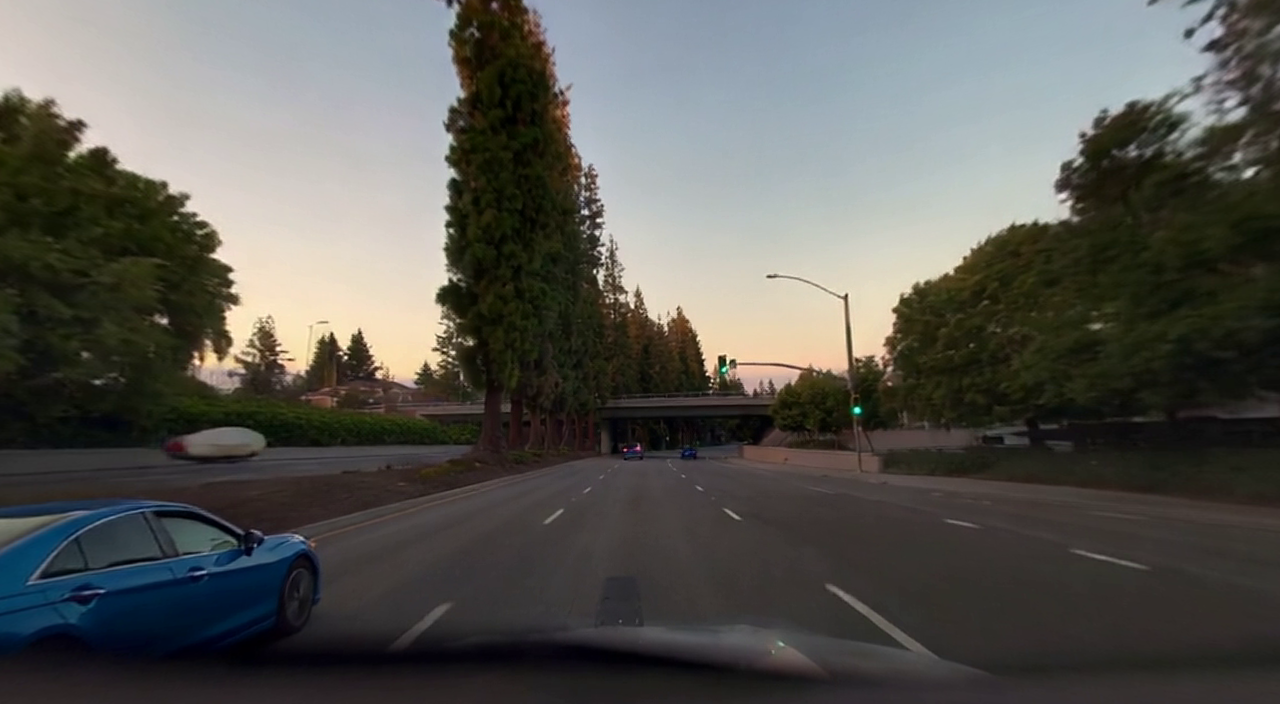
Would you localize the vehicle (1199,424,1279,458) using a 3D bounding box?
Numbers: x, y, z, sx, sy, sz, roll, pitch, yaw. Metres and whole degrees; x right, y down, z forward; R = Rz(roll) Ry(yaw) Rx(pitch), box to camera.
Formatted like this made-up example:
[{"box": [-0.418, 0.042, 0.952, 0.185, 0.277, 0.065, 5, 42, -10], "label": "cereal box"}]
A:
[{"box": [30.089, 4.314, 30.789, 3.796, 1.461, 1.695, -4, -9, 6], "label": "vehicle"}]
